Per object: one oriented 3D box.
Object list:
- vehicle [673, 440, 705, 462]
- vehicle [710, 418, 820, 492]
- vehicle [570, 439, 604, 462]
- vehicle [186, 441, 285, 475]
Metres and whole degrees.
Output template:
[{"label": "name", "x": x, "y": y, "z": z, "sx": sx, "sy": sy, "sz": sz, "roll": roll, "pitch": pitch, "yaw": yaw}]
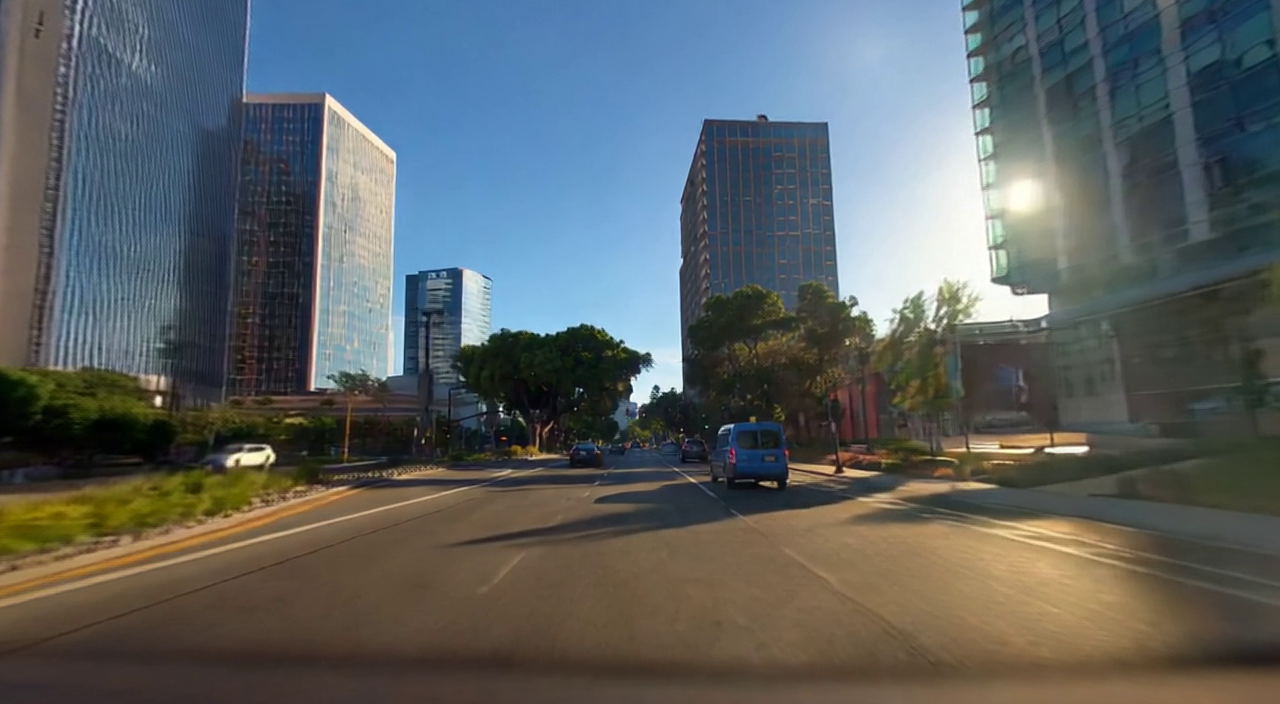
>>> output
[{"label": "vehicle", "x": 3.405, "y": 6.958, "z": 44.285, "sx": 1.867, "sy": 1.493, "sz": 4.190, "roll": 0, "pitch": -9, "yaw": -1}, {"label": "vehicle", "x": 3.558, "y": 3.070, "z": 19.067, "sx": 2.200, "sy": 1.914, "sz": 5.145, "roll": 0, "pitch": -9, "yaw": -1}, {"label": "vehicle", "x": -3.543, "y": 6.709, "z": 42.822, "sx": 1.864, "sy": 1.464, "sz": 4.195, "roll": 0, "pitch": -9, "yaw": 1}, {"label": "vehicle", "x": -19.909, "y": 5.224, "z": 31.250, "sx": 1.836, "sy": 1.512, "sz": 4.493, "roll": 0, "pitch": -8, "yaw": 1}]
